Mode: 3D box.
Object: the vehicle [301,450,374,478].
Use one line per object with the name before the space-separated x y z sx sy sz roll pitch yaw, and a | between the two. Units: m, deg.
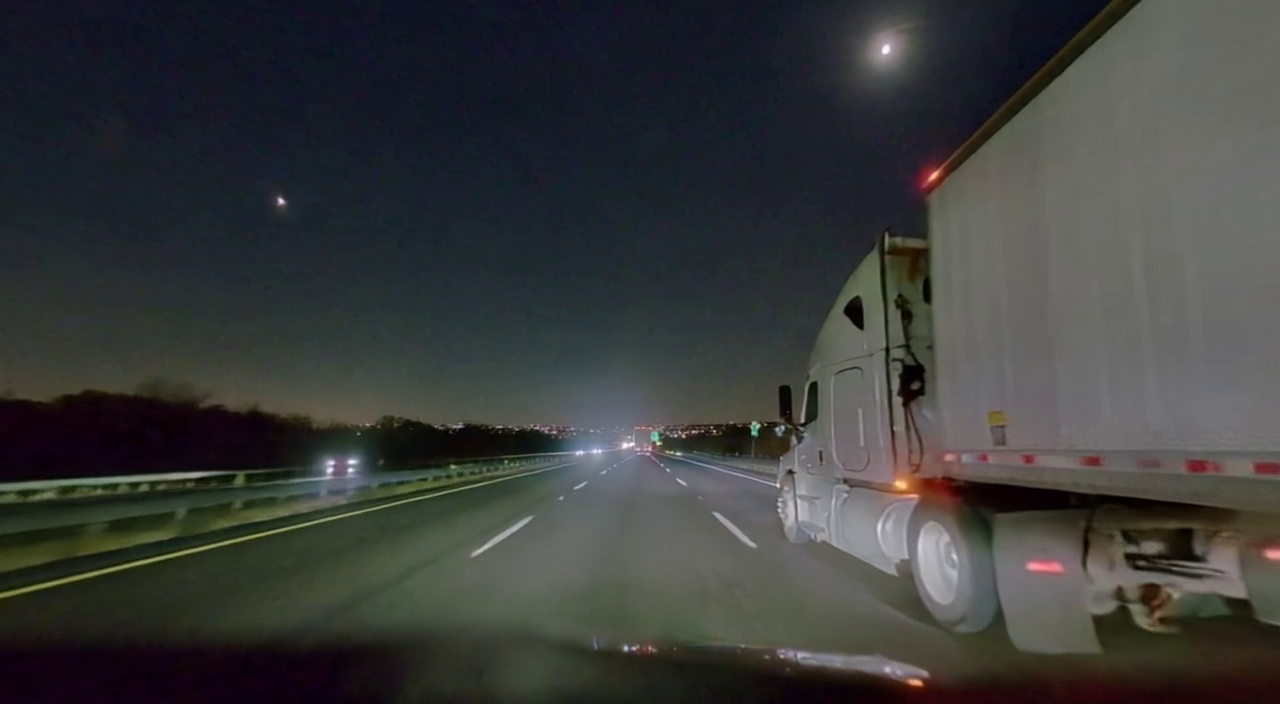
vehicle | -17.448 6.448 36.647 2.008 1.520 4.526 0 -9 0
